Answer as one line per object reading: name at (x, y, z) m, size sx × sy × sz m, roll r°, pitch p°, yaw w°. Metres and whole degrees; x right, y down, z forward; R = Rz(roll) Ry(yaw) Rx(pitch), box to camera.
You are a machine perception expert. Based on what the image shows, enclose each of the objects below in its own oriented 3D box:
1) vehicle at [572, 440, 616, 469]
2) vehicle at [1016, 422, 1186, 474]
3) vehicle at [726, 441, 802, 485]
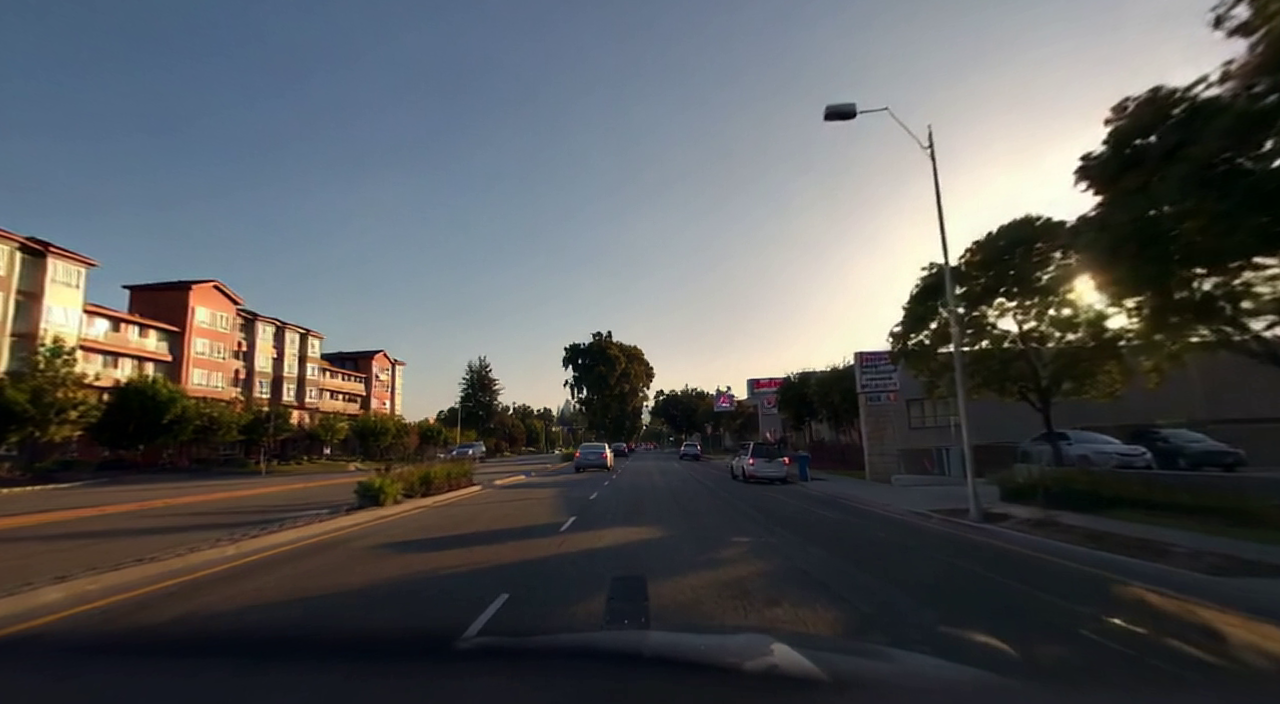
vehicle at (-2.625, 6.005, 37.126) m, size 2.176 × 1.543 × 4.335 m, roll 0°, pitch -9°, yaw 1°
vehicle at (15.832, 3.360, 22.060) m, size 2.259 × 1.602 × 4.606 m, roll 0°, pitch -9°, yaw -4°
vehicle at (4.631, 4.212, 24.198) m, size 2.025 × 1.500 × 4.465 m, roll 0°, pitch -9°, yaw 0°
